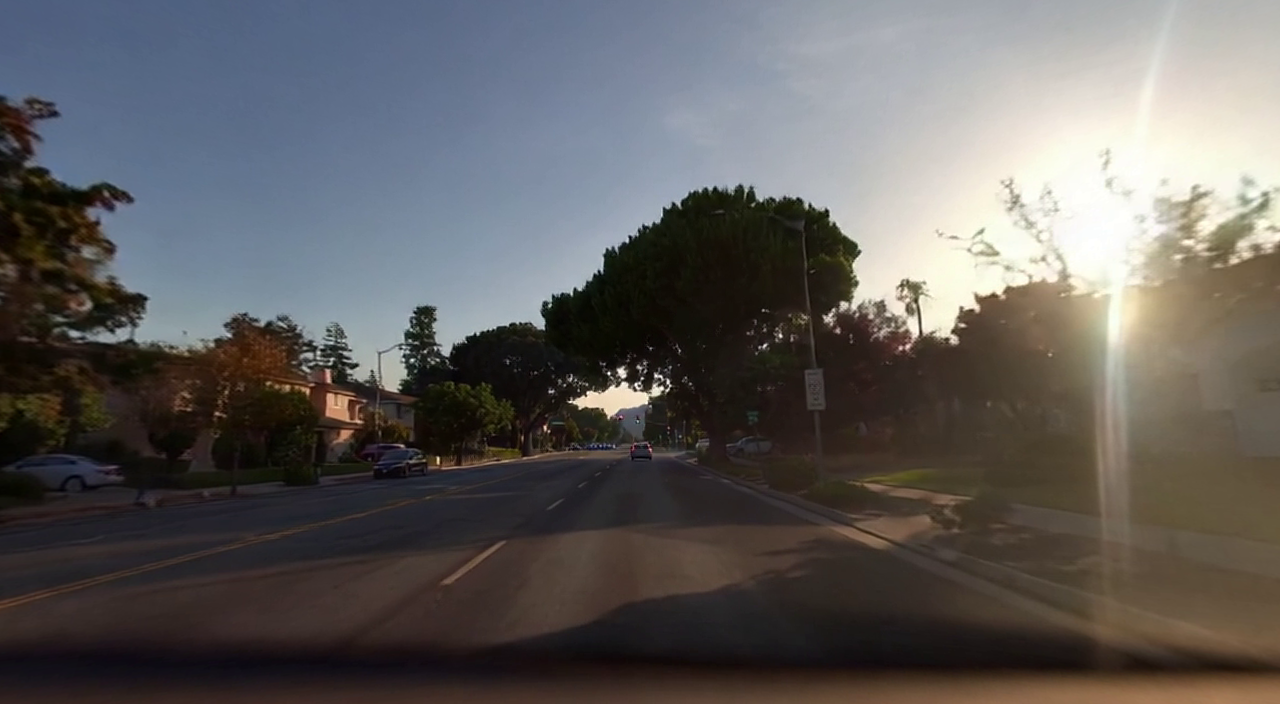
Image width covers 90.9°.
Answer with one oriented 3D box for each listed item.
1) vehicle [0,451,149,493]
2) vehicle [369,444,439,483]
[{"bbox_3d":[-22.924,4.735,25.072,4.791,1.564,2.125,0,-9,-5],"label":"vehicle"},{"bbox_3d":[-14.277,6.726,38.531,2.337,1.850,5.448,-4,-6,-2],"label":"vehicle"}]
